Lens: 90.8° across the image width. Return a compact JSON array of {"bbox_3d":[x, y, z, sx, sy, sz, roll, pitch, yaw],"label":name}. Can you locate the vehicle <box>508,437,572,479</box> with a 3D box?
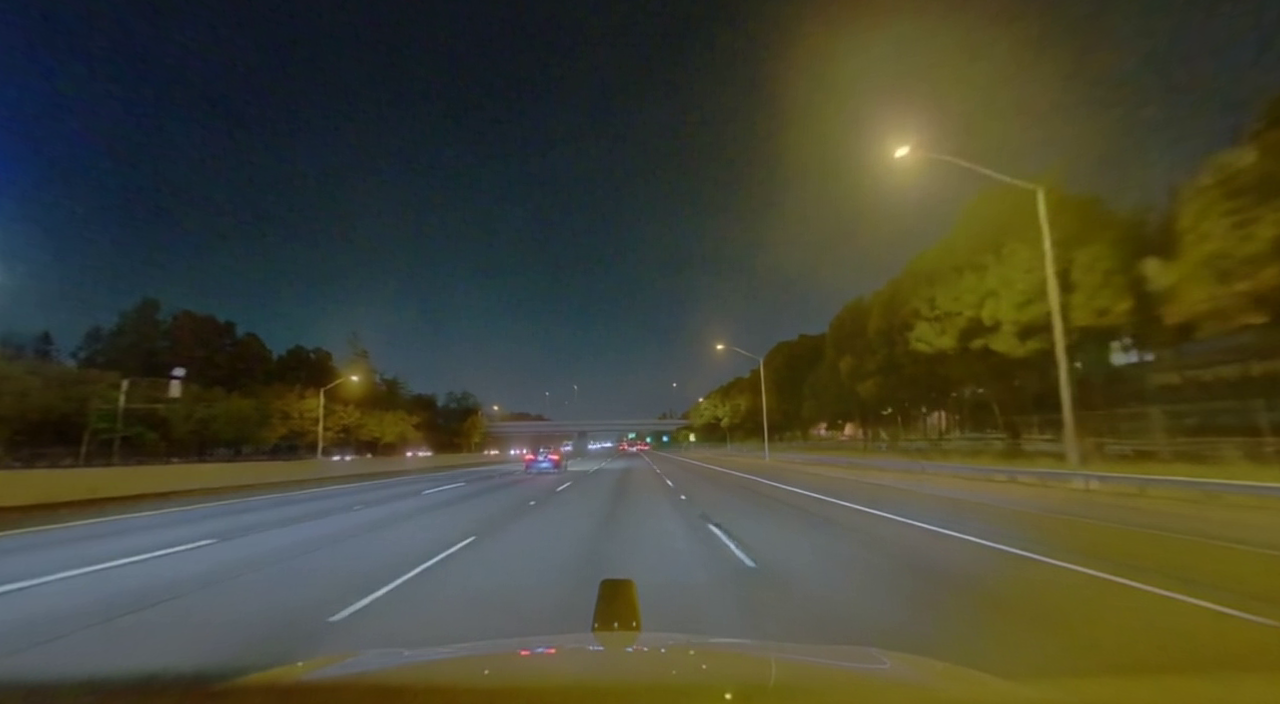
[{"bbox_3d":[-4.370,4.716,28.355,2.102,1.727,4.704,0,-9,0],"label":"vehicle"}]
